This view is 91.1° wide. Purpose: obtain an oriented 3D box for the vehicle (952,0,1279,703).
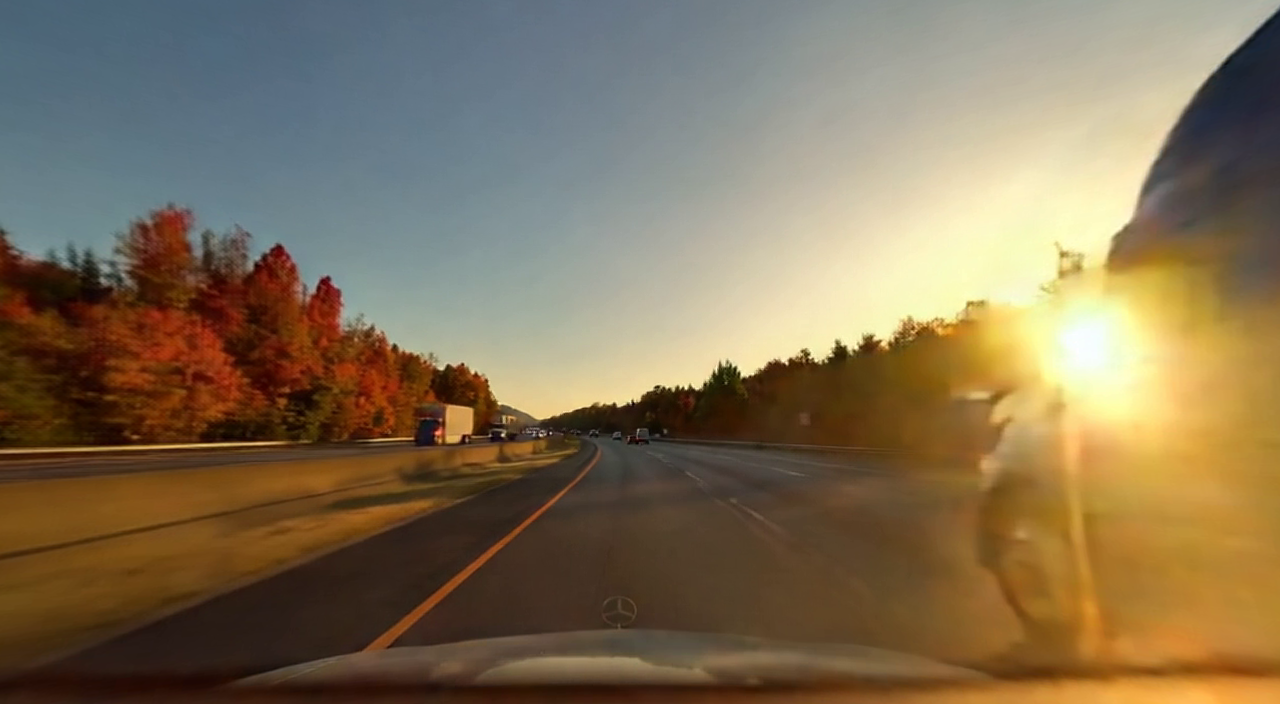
[{"bbox_3d":[3.801,-0.542,1.335,2.985,4.066,6.190,0,-8,0],"label":"vehicle"}]
